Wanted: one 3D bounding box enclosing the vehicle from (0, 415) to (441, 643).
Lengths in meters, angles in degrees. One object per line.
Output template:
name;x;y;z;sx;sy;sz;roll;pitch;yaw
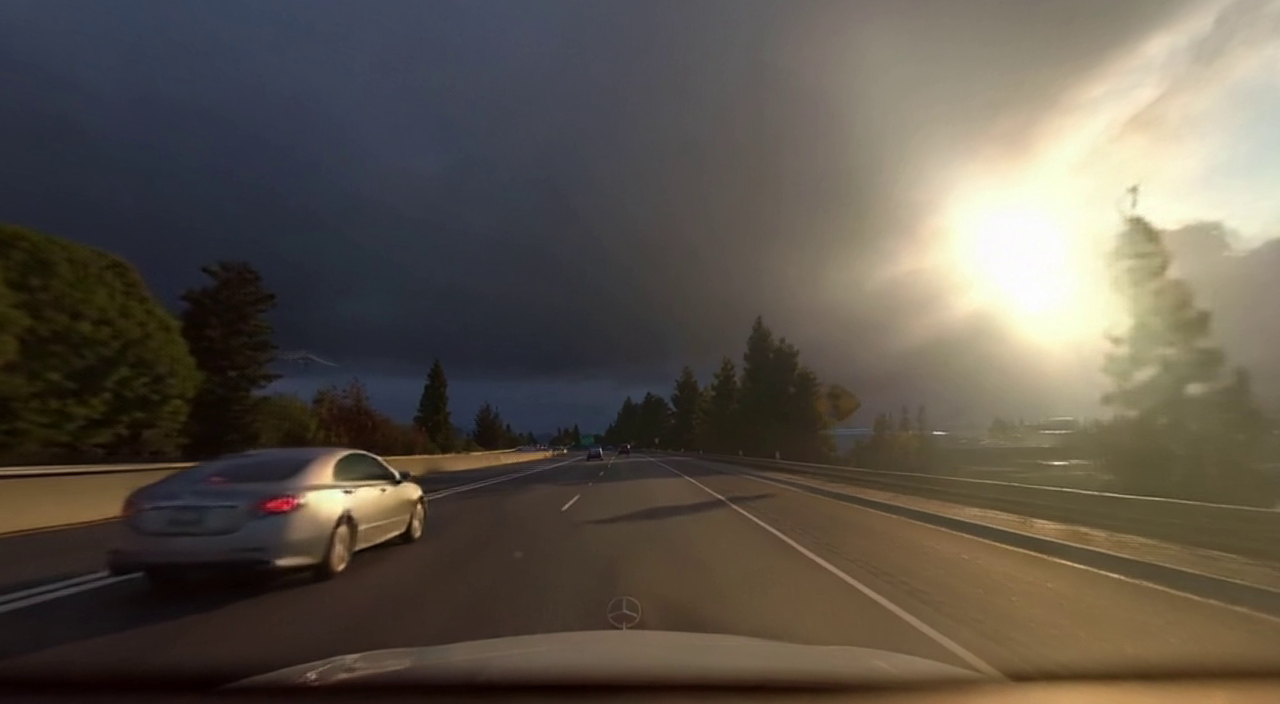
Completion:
vehicle;-3.855;1.551;6.602;2.017;1.522;4.569;0;-9;1
